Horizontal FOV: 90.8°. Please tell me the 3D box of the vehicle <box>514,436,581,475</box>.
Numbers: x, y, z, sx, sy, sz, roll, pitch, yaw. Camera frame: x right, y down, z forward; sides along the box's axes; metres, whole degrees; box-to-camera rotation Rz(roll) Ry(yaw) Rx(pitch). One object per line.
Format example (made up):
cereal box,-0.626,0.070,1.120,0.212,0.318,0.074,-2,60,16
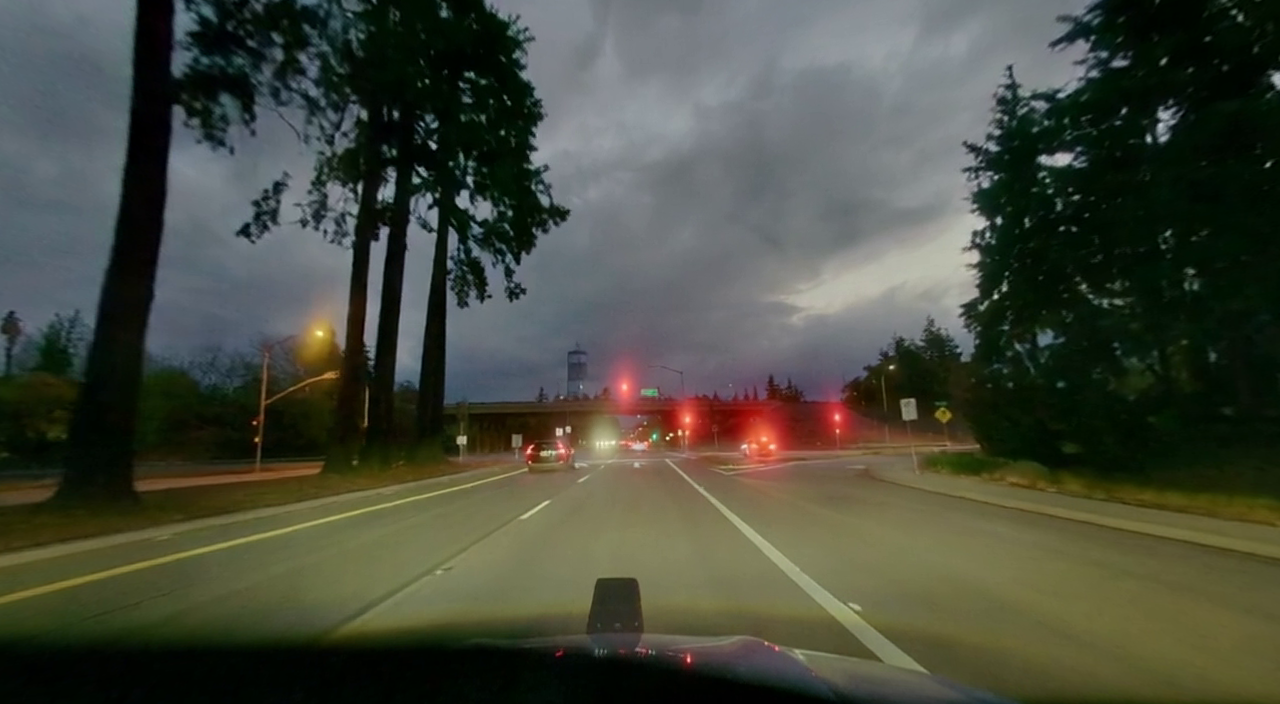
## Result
vehicle,-3.750,4.289,26.324,2.082,1.472,4.310,0,-8,1
